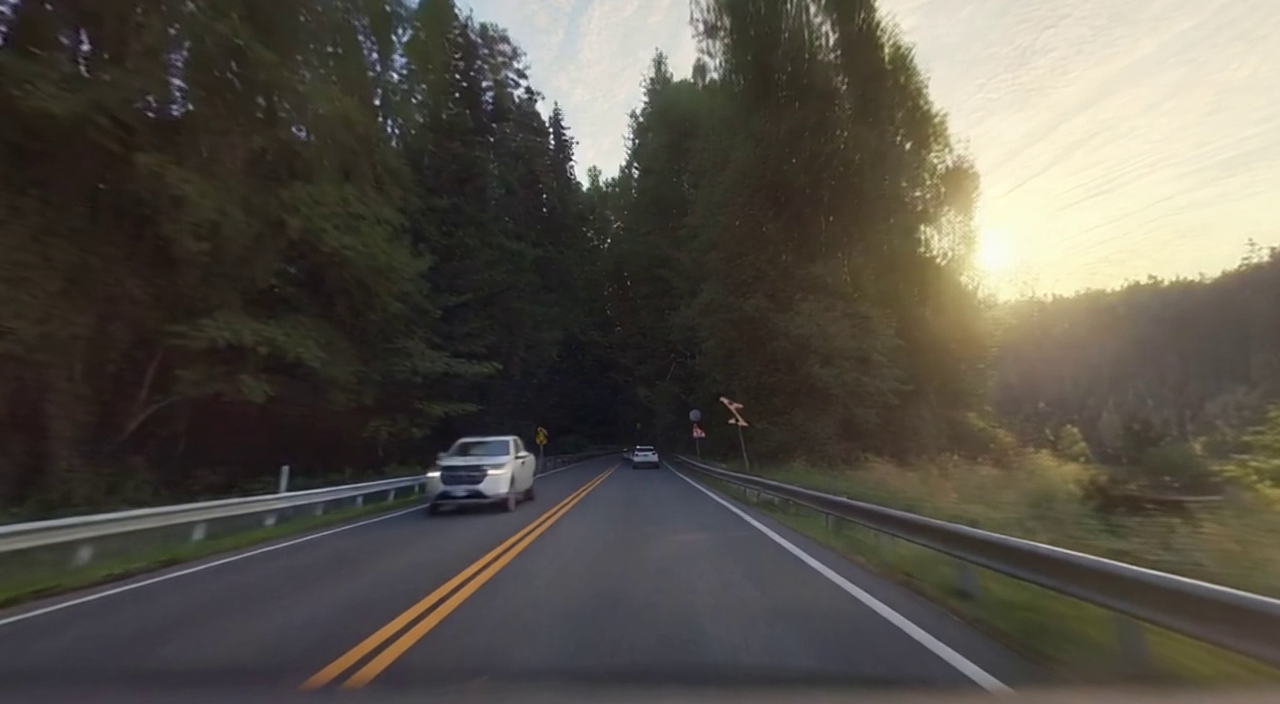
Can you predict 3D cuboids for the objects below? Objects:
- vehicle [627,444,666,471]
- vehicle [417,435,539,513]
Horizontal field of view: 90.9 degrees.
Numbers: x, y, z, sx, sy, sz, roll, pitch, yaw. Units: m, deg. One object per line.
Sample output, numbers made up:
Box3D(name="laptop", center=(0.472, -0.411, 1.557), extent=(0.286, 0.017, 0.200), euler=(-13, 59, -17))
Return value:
Box3D(name="vehicle", center=(0.338, 6.272, 37.869), extent=(2.120, 1.491, 4.349), euler=(0, -8, -2))
Box3D(name="vehicle", center=(-3.927, 3.019, 16.181), extent=(1.953, 1.676, 4.508), euler=(0, -8, 0))
